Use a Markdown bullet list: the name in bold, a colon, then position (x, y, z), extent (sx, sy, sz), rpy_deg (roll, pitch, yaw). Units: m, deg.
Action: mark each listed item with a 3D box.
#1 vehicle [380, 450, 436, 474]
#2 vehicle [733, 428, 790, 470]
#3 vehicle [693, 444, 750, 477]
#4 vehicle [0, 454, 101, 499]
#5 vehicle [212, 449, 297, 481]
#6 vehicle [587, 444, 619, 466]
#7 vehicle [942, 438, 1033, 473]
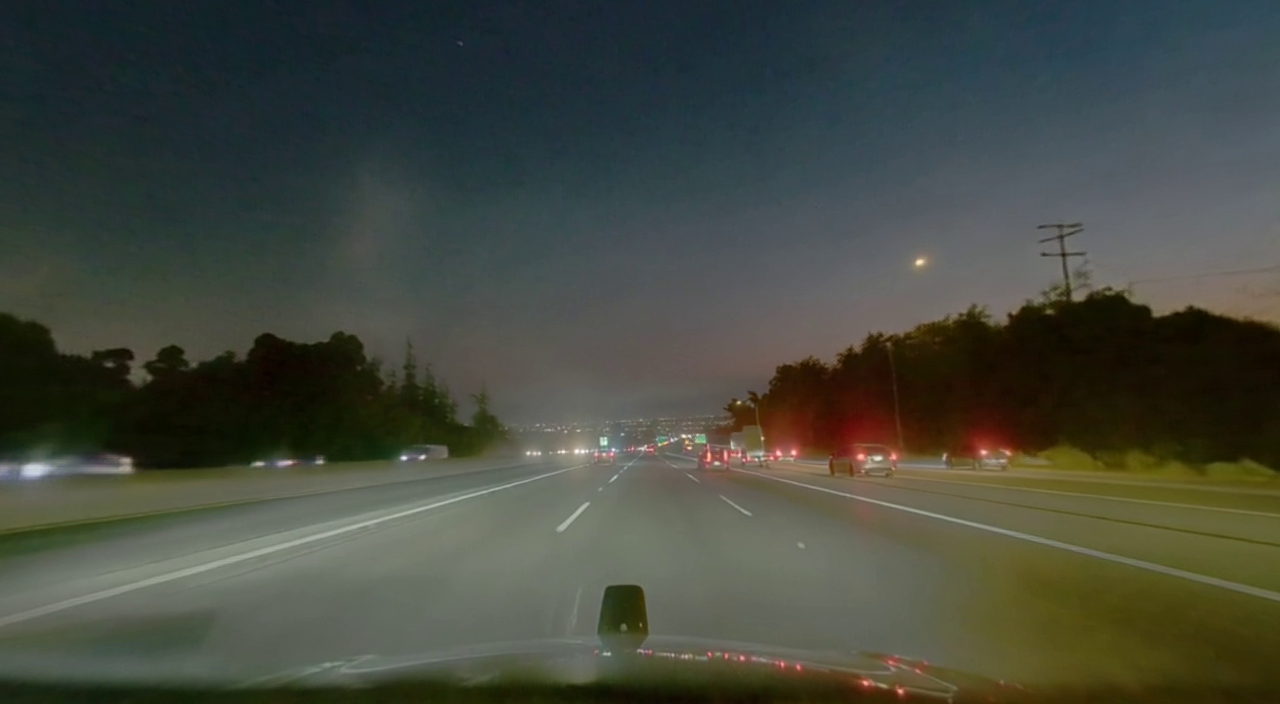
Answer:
- **vehicle**: position (-15.405, 7.300, 42.194), extent (1.996, 1.495, 4.468), rpy_deg (0, -9, 1)
- **vehicle**: position (8.166, 6.586, 42.947), extent (2.729, 2.628, 4.875), rpy_deg (0, -9, -2)
- **vehicle**: position (3.921, 5.303, 31.137), extent (2.080, 1.493, 4.674), rpy_deg (0, -9, -1)
- **vehicle**: position (-26.697, 5.266, 26.893), extent (2.240, 1.729, 5.833), rpy_deg (0, -8, 0)
- **vehicle**: position (-23.227, 6.804, 38.252), extent (2.091, 1.782, 4.774), rpy_deg (0, -8, 0)
- **vehicle**: position (-2.689, 7.652, 47.027), extent (2.060, 1.587, 4.093), rpy_deg (0, -9, 1)
- **vehicle**: position (21.983, 6.565, 40.270), extent (2.221, 1.995, 5.803), rpy_deg (0, -9, -3)
